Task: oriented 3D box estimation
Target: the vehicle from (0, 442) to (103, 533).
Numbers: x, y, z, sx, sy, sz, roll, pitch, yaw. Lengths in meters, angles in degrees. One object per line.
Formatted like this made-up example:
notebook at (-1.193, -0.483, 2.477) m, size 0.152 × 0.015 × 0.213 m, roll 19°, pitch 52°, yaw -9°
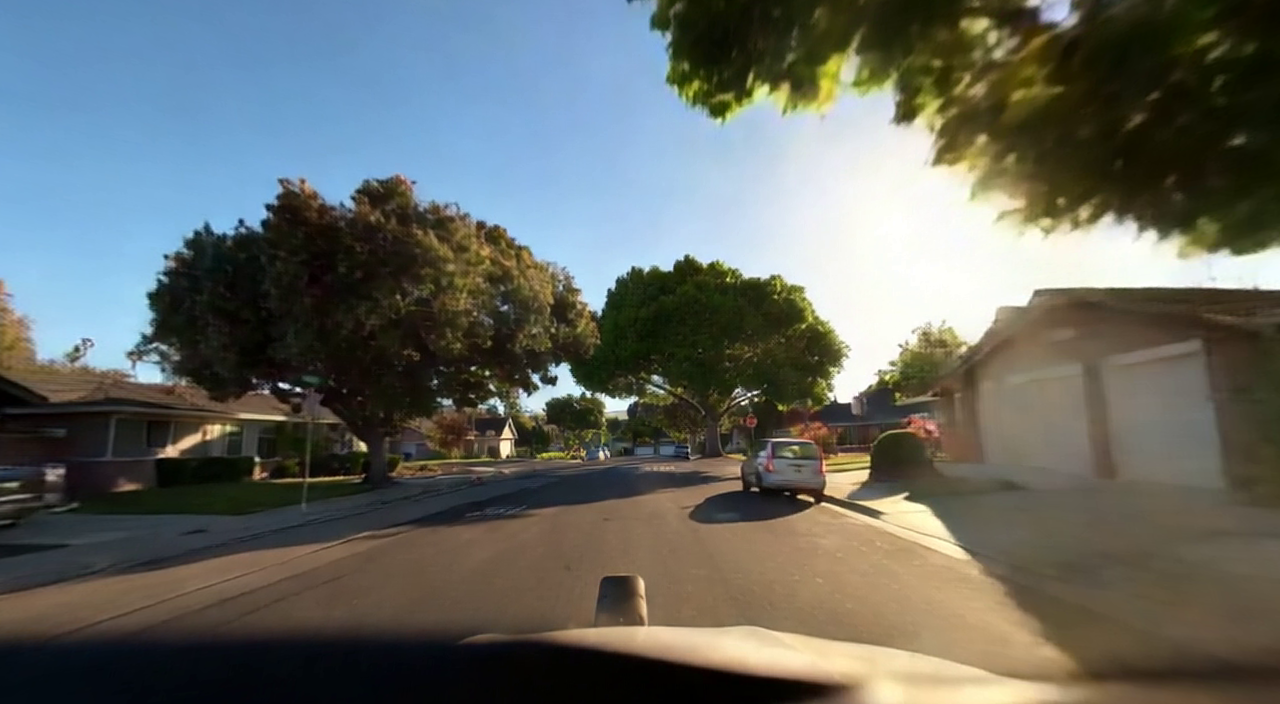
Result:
vehicle at (-12.898, 2.375, 11.339) m, size 4.615 × 1.491 × 2.025 m, roll 0°, pitch -9°, yaw 0°

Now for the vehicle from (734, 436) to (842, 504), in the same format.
vehicle at (3.710, 3.024, 16.579) m, size 1.975 × 1.528 × 4.000 m, roll 0°, pitch -9°, yaw 2°
